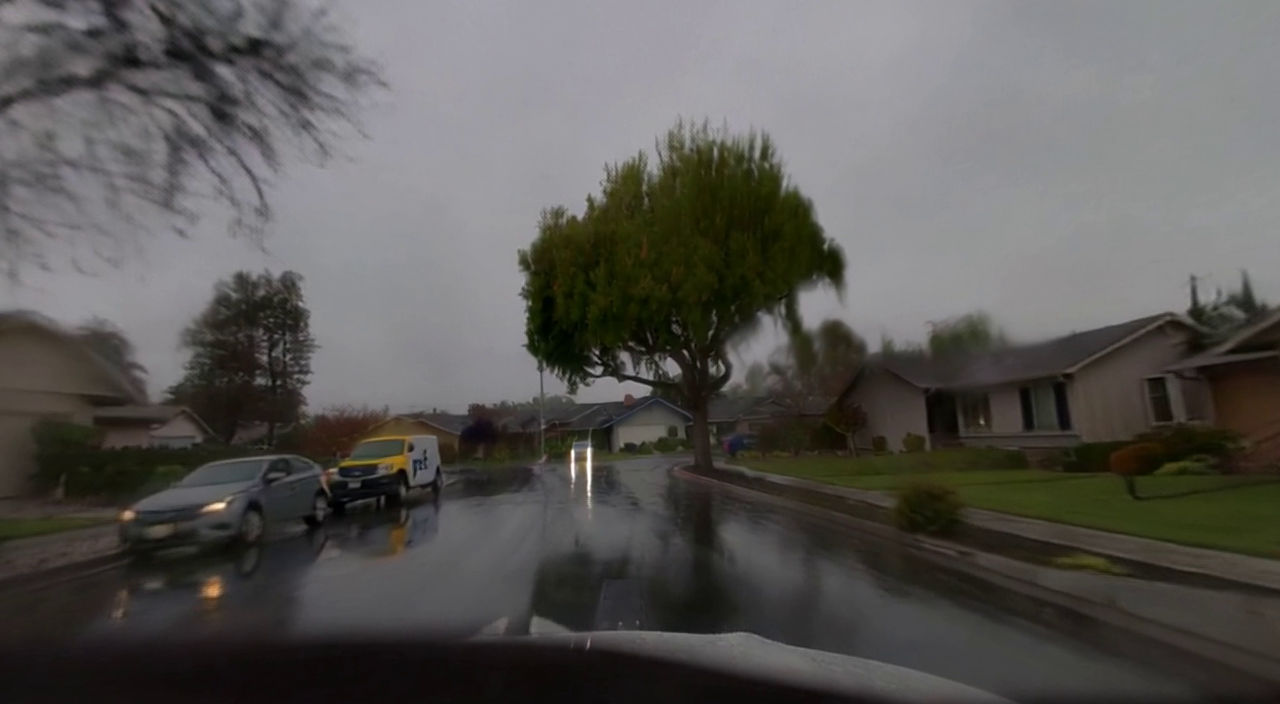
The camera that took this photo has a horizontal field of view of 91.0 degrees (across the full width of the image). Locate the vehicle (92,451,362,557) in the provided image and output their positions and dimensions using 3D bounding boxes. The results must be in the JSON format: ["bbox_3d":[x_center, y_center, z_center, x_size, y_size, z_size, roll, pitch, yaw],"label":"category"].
[{"bbox_3d":[-6.671,2.439,10.841,2.017,1.397,4.004,0,-8,-2],"label":"vehicle"}]

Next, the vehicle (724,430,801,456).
[{"bbox_3d":[7.954,5.892,41.038,4.533,1.557,1.981,2,-6,-13],"label":"vehicle"}]

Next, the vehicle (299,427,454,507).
[{"bbox_3d":[-7.315,3.247,18.336,2.338,1.925,5.725,0,-8,-3],"label":"vehicle"}]
